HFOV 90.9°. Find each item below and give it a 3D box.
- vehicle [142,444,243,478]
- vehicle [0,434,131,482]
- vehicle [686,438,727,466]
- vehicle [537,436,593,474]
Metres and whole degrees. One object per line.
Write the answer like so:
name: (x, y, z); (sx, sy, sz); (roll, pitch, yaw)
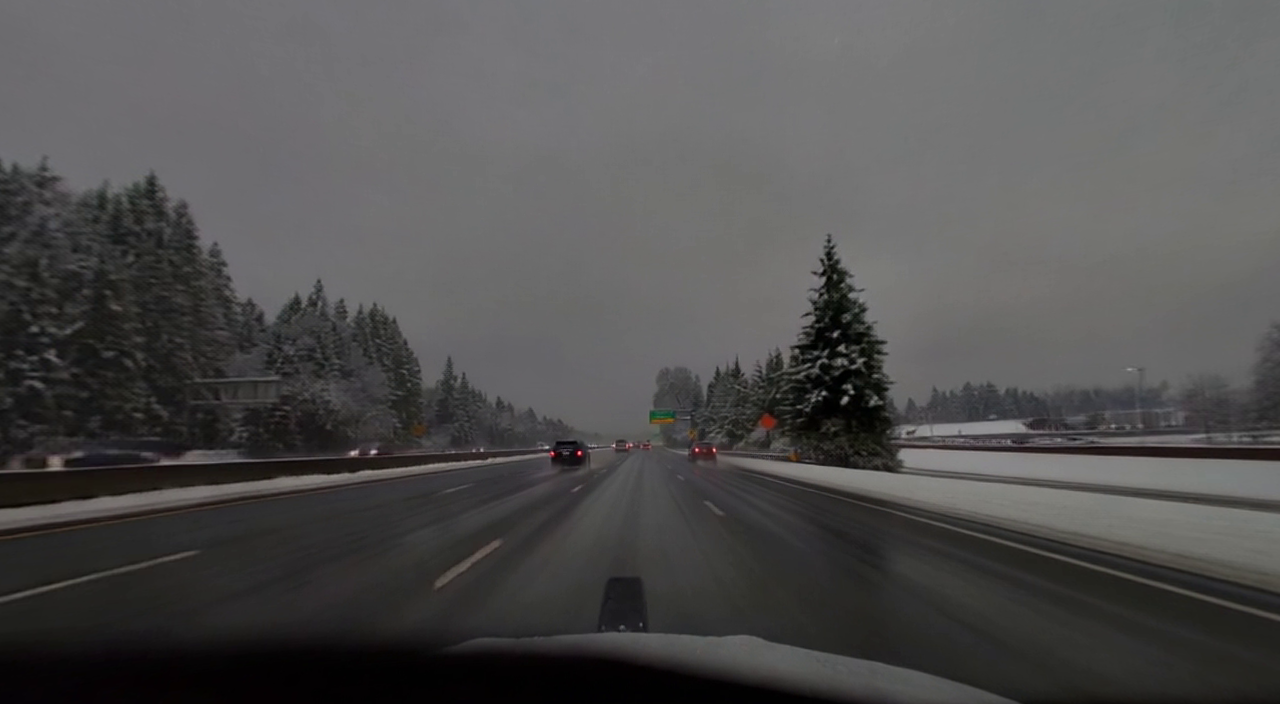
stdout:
vehicle: (-20.777, 5.040, 29.493); (1.867, 1.429, 3.776); (0, -8, 1)
vehicle: (-24.748, 4.349, 26.262); (2.203, 1.783, 5.772); (0, -8, 1)
vehicle: (4.420, 6.680, 42.353); (2.229, 1.704, 4.392); (0, -8, 0)
vehicle: (-3.640, 5.093, 31.462); (2.196, 1.733, 4.355); (0, -8, 1)
